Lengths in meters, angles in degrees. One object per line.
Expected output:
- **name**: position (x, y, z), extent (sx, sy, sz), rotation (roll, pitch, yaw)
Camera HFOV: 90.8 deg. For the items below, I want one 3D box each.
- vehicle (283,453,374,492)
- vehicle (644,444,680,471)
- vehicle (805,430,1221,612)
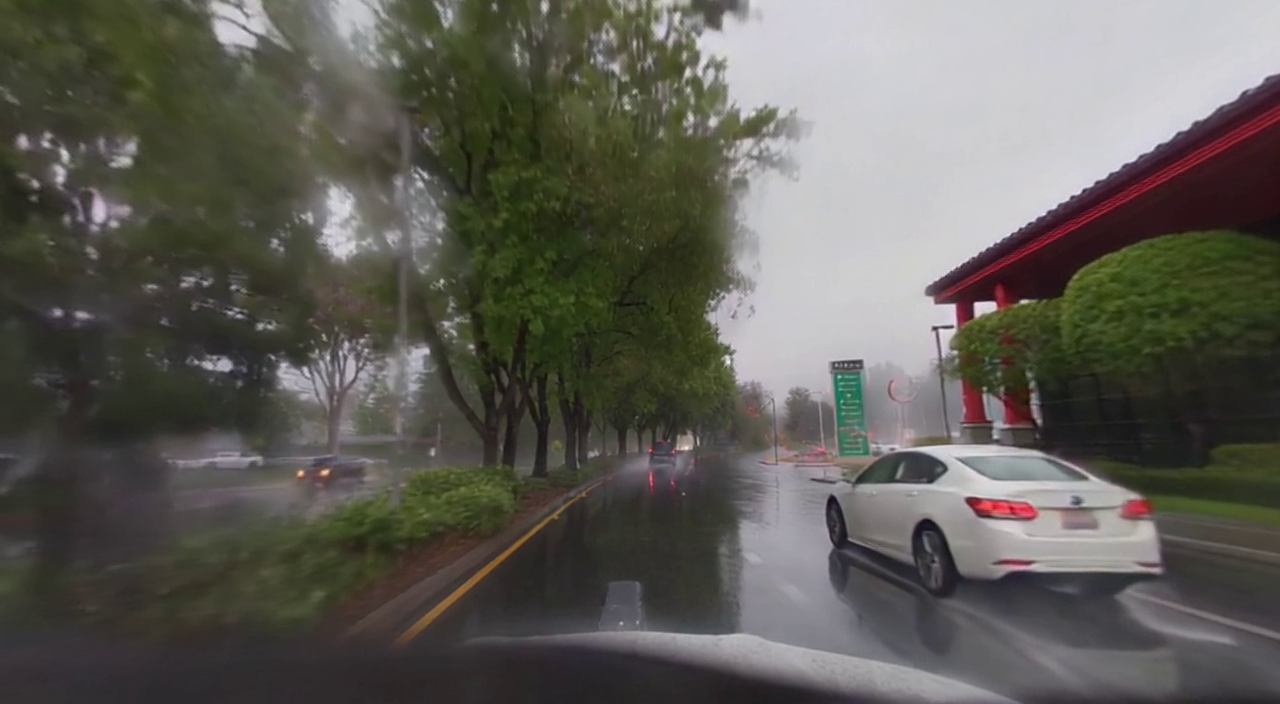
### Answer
- **vehicle**: position (-14.452, 5.600, 29.640), extent (1.910, 1.667, 4.290), rotation (-1, -9, 2)
- **vehicle**: position (1.542, 7.091, 42.610), extent (2.123, 1.703, 4.292), rotation (-1, -9, 6)
- **vehicle**: position (3.756, 1.791, 7.753), extent (2.132, 1.497, 4.827), rotation (0, -9, 0)
